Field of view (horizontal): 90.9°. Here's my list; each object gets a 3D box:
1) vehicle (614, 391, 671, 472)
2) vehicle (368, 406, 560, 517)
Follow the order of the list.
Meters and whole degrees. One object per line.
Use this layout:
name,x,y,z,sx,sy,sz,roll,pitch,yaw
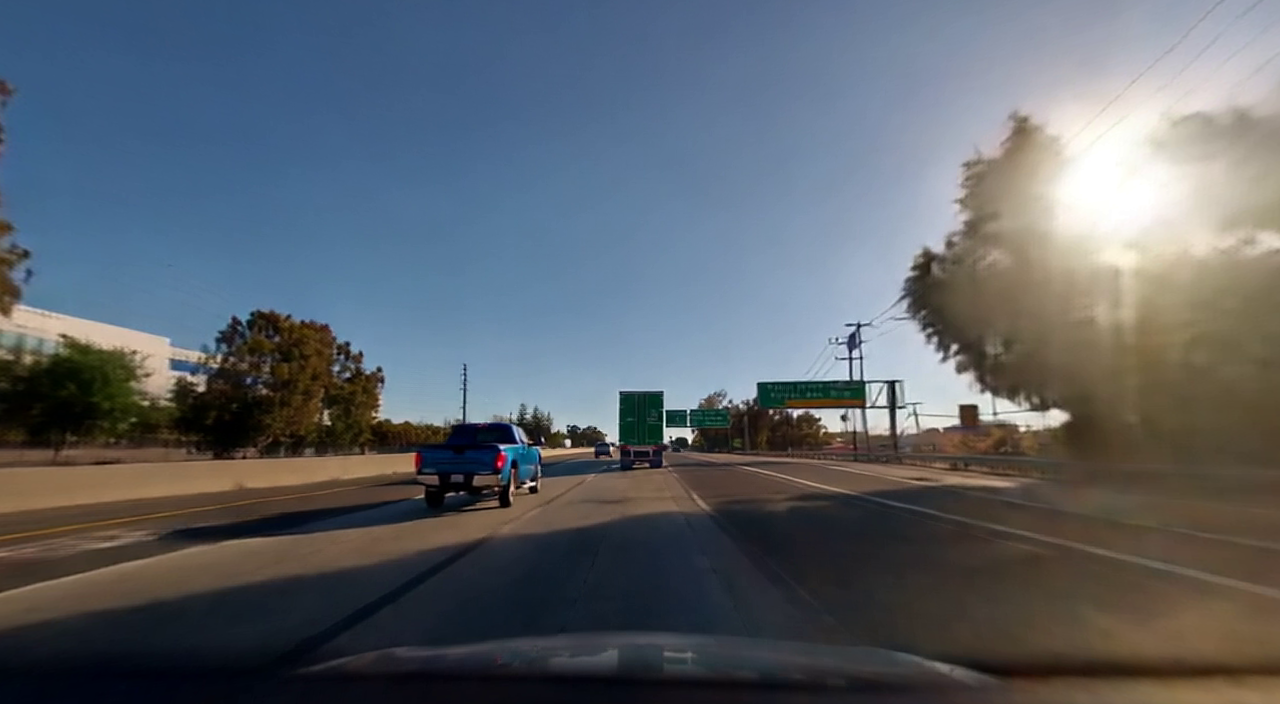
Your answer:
vehicle,0.204,4.943,38.368,2.879,4.085,13.125,0,-8,1
vehicle,-3.832,2.600,15.577,2.749,2.141,6.515,0,-8,1
